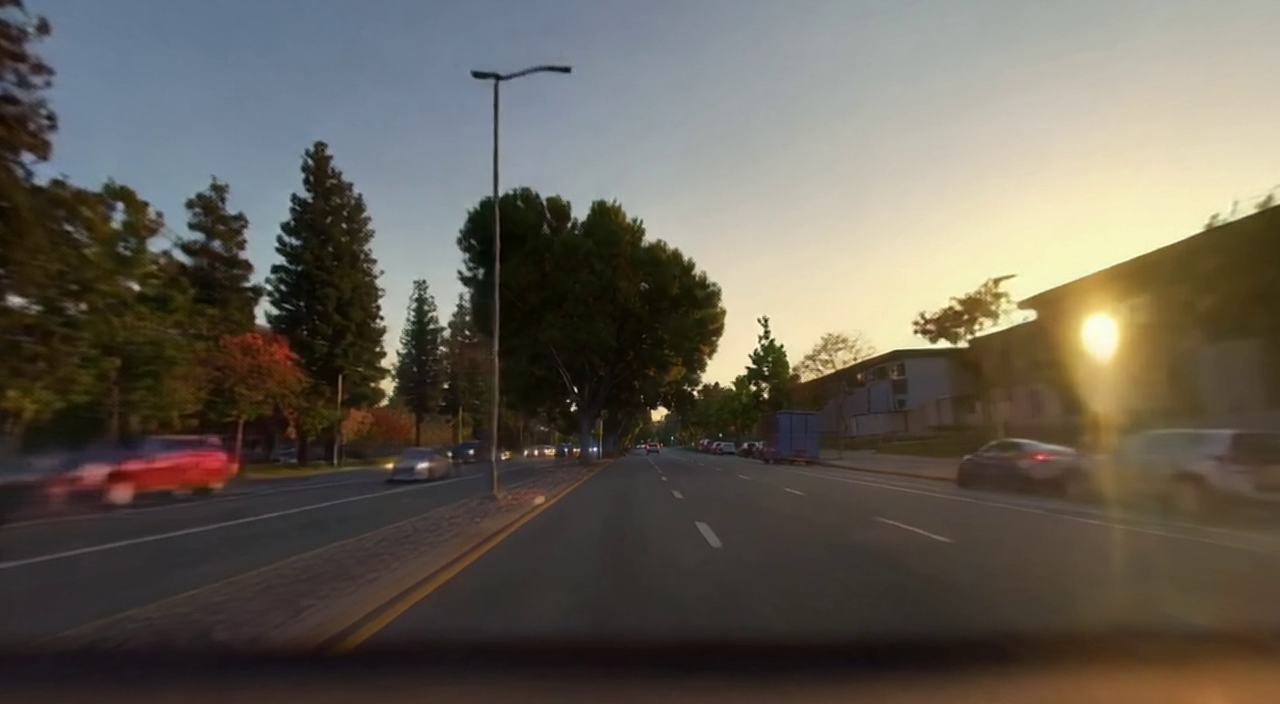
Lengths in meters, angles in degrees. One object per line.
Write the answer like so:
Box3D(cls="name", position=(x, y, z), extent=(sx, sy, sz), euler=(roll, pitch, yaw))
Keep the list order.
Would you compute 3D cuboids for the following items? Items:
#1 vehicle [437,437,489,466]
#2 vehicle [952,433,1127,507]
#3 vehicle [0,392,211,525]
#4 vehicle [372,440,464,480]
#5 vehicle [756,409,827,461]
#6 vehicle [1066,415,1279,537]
Box3D(cls="vehicle", position=(-12.189, 6.871, 43.925), extent=(2.180, 1.904, 4.631), euler=(0, -8, 1))
Box3D(cls="vehicle", position=(10.364, 3.051, 16.867), extent=(1.790, 1.689, 4.291), euler=(0, -8, -1))
Box3D(cls="vehicle", position=(-12.204, 2.188, 13.327), extent=(2.243, 2.272, 5.683), euler=(0, -8, 1))
Box3D(cls="vehicle", position=(-8.983, 4.402, 26.050), extent=(2.001, 1.477, 4.754), euler=(0, -8, 1))
Box3D(cls="vehicle", position=(9.547, 5.418, 40.773), extent=(2.670, 3.016, 7.732), euler=(0, -8, 1))
Box3D(cls="vehicle", position=(10.287, 2.071, 11.079), extent=(2.043, 1.761, 5.022), euler=(0, -8, -1))
